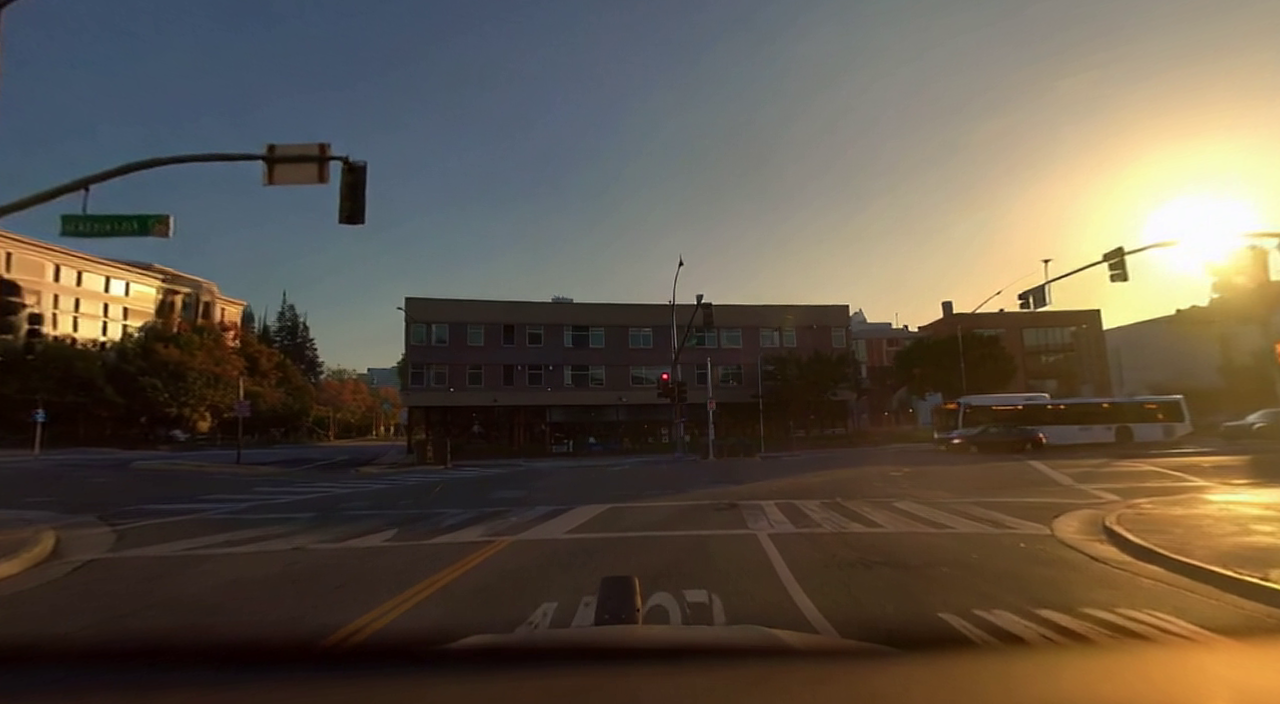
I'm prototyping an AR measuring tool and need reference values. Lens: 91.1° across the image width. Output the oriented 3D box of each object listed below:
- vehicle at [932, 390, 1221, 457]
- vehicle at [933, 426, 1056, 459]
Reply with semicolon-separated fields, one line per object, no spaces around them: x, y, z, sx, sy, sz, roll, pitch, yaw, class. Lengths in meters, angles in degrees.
22.549;3.813;32.962;12.822;3.296;3.033;0;-9;-1;vehicle
16.206;4.179;28.876;4.538;1.461;1.805;0;-9;-1;vehicle
